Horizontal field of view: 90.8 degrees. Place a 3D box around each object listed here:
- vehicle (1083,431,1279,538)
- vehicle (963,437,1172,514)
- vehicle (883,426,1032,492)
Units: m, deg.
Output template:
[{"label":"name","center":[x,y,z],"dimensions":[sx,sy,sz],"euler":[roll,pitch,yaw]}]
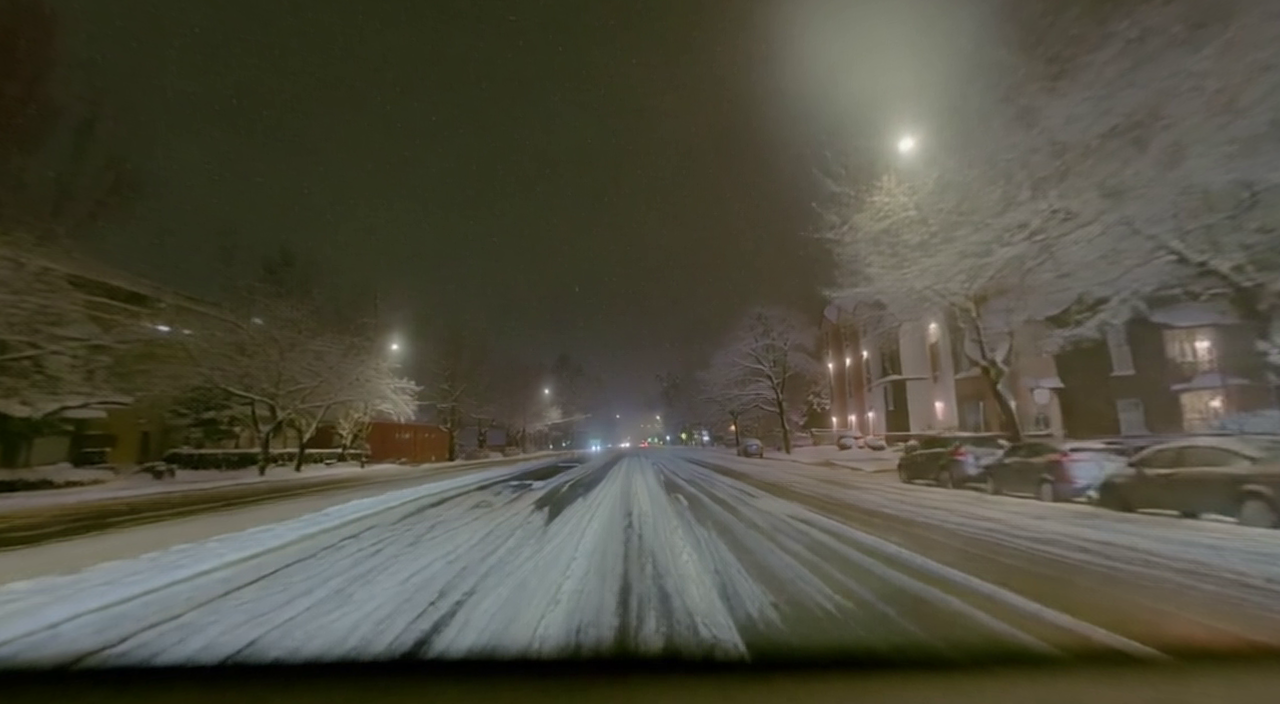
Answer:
[{"label":"vehicle","center":[10.281,2.206,11.017],"dimensions":[1.931,1.565,4.043],"euler":[0,-9,-4]},{"label":"vehicle","center":[9.985,2.907,15.302],"dimensions":[1.780,1.491,4.433],"euler":[-2,-9,-2]},{"label":"vehicle","center":[9.945,3.397,20.366],"dimensions":[2.092,1.848,4.879],"euler":[0,-9,-2]}]
